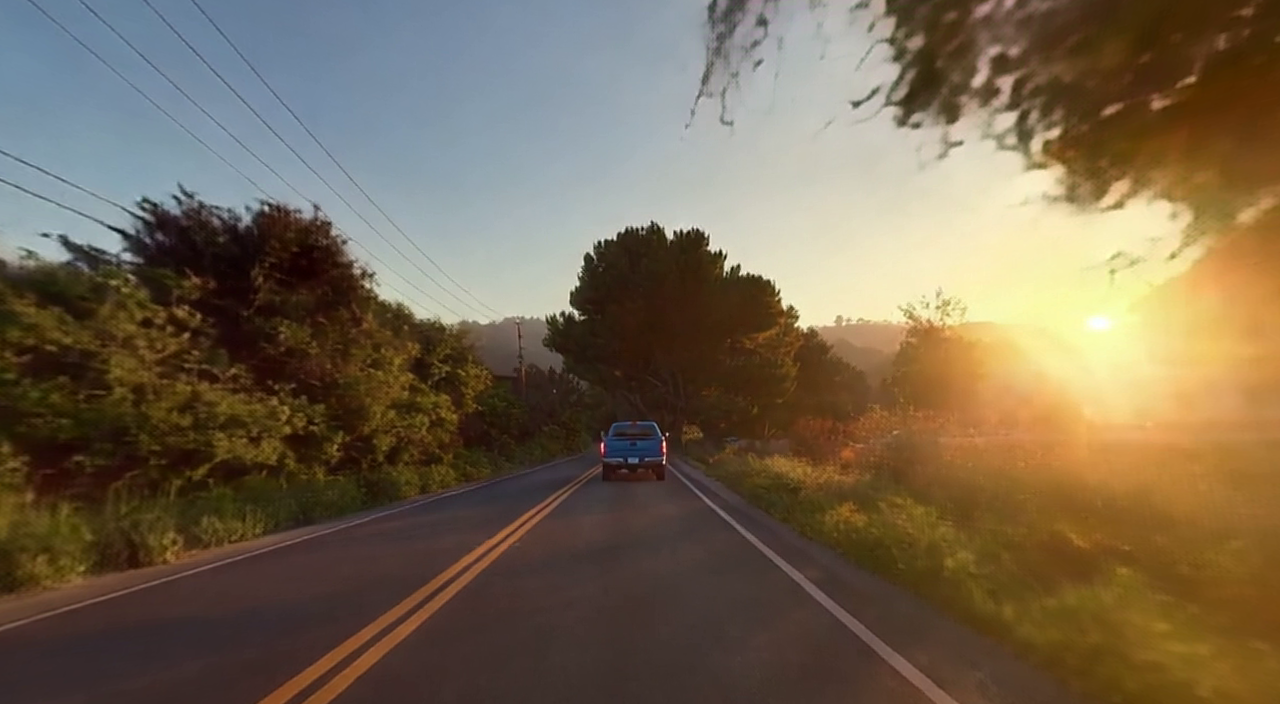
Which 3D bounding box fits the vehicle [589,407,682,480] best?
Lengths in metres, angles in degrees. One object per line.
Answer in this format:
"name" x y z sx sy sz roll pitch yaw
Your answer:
"vehicle" -0.230 3.482 24.180 3.021 2.326 7.410 0 -8 -1
